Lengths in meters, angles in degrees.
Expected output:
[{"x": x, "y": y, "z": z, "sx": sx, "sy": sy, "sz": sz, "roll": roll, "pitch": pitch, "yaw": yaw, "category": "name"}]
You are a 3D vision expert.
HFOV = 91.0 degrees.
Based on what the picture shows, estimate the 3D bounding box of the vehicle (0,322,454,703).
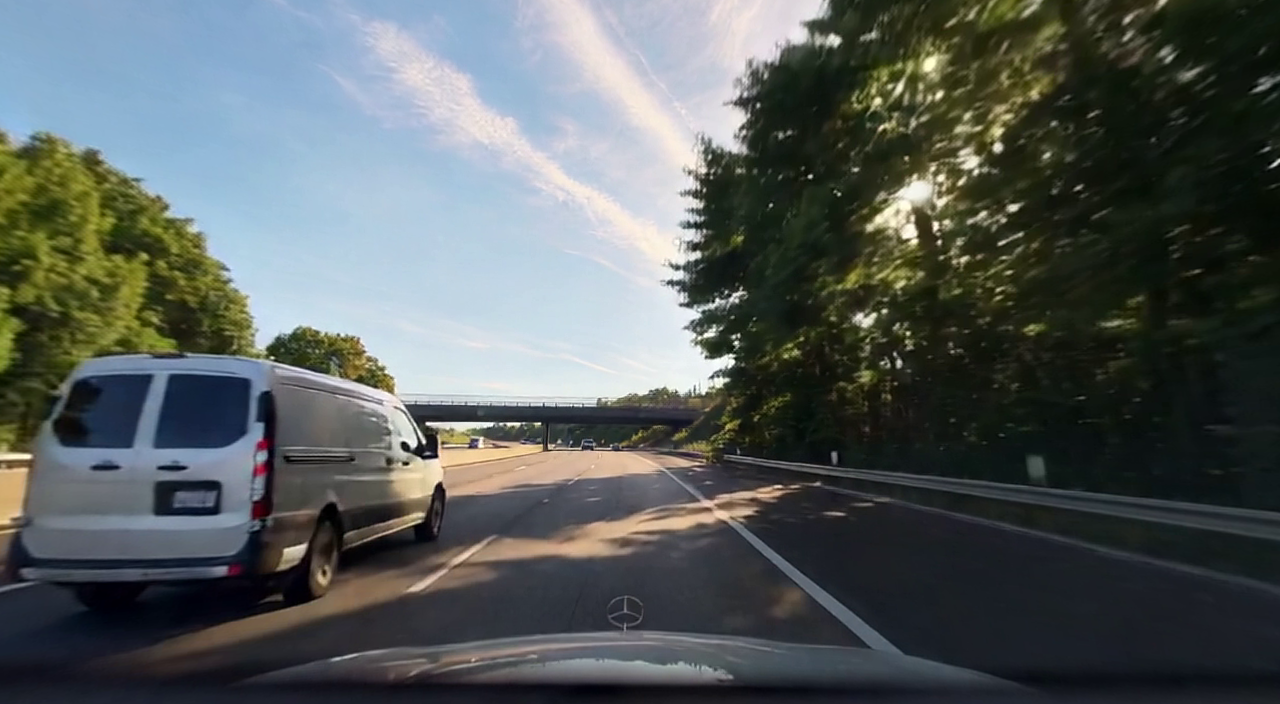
[{"x": -3.665, "y": 1.147, "z": 5.710, "sx": 2.372, "sy": 1.891, "sz": 5.061, "roll": 0, "pitch": -8, "yaw": 0, "category": "vehicle"}]
